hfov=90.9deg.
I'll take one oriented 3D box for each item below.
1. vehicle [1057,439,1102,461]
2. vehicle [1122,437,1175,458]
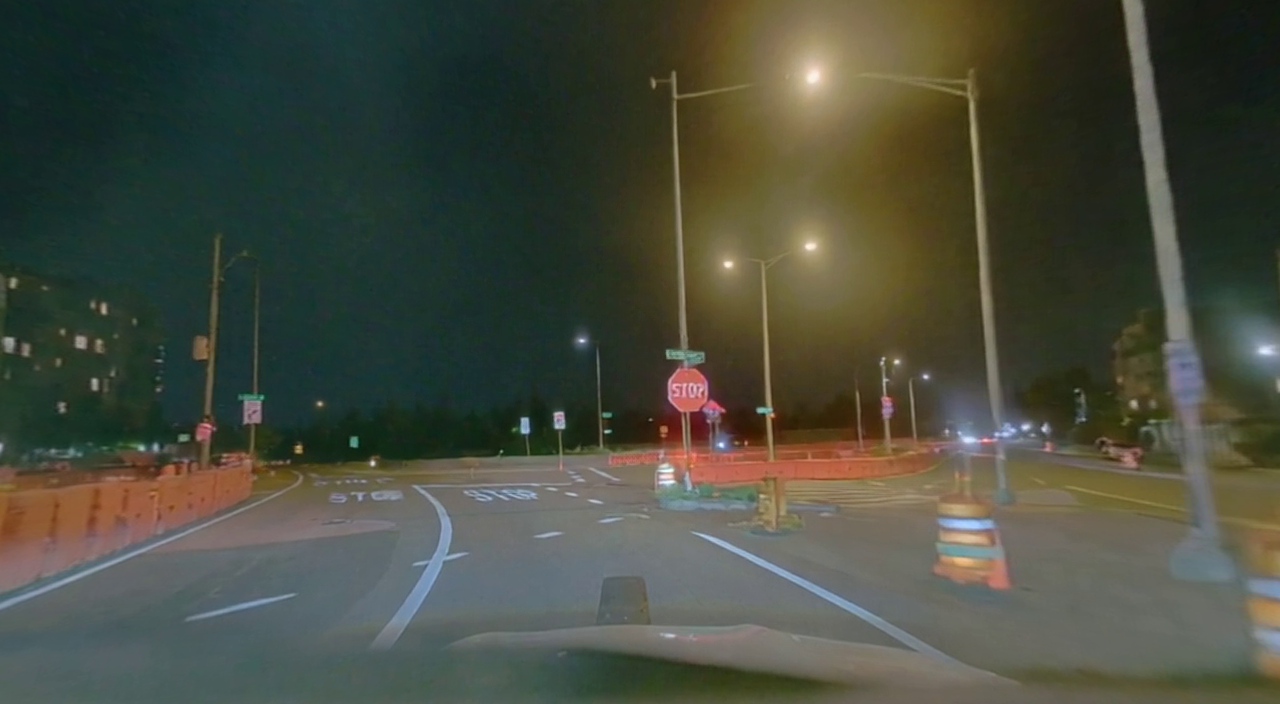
[{"bbox_3d":[33.936,7.577,48.787,2.023,1.567,4.283,-4,-10,24],"label":"vehicle"},{"bbox_3d":[36.741,6.939,45.660,1.917,1.466,4.422,-4,-10,25],"label":"vehicle"}]
